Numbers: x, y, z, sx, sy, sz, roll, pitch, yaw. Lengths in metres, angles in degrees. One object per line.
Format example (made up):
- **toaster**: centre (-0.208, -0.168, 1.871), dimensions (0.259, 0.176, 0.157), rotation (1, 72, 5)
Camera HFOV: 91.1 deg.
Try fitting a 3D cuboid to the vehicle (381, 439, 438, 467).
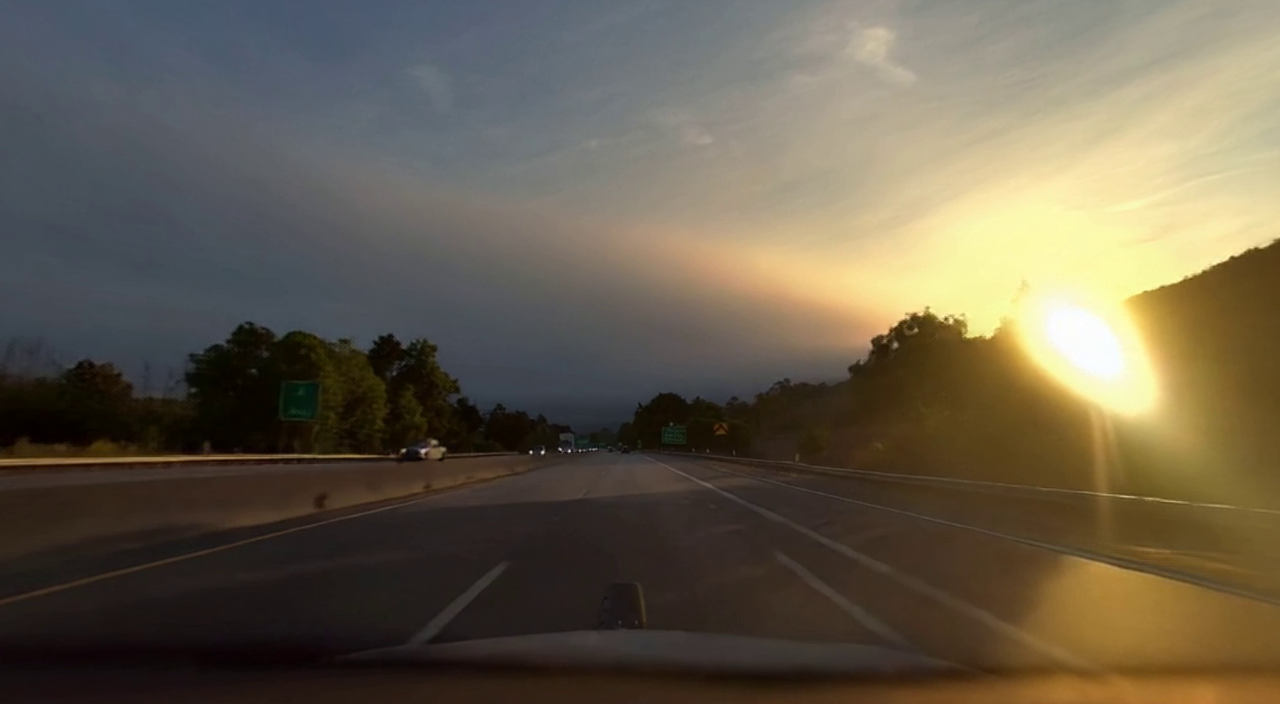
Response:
- **vehicle**: centre (-16.535, 7.266, 45.358), dimensions (2.179, 1.831, 5.119), rotation (0, -9, 0)
